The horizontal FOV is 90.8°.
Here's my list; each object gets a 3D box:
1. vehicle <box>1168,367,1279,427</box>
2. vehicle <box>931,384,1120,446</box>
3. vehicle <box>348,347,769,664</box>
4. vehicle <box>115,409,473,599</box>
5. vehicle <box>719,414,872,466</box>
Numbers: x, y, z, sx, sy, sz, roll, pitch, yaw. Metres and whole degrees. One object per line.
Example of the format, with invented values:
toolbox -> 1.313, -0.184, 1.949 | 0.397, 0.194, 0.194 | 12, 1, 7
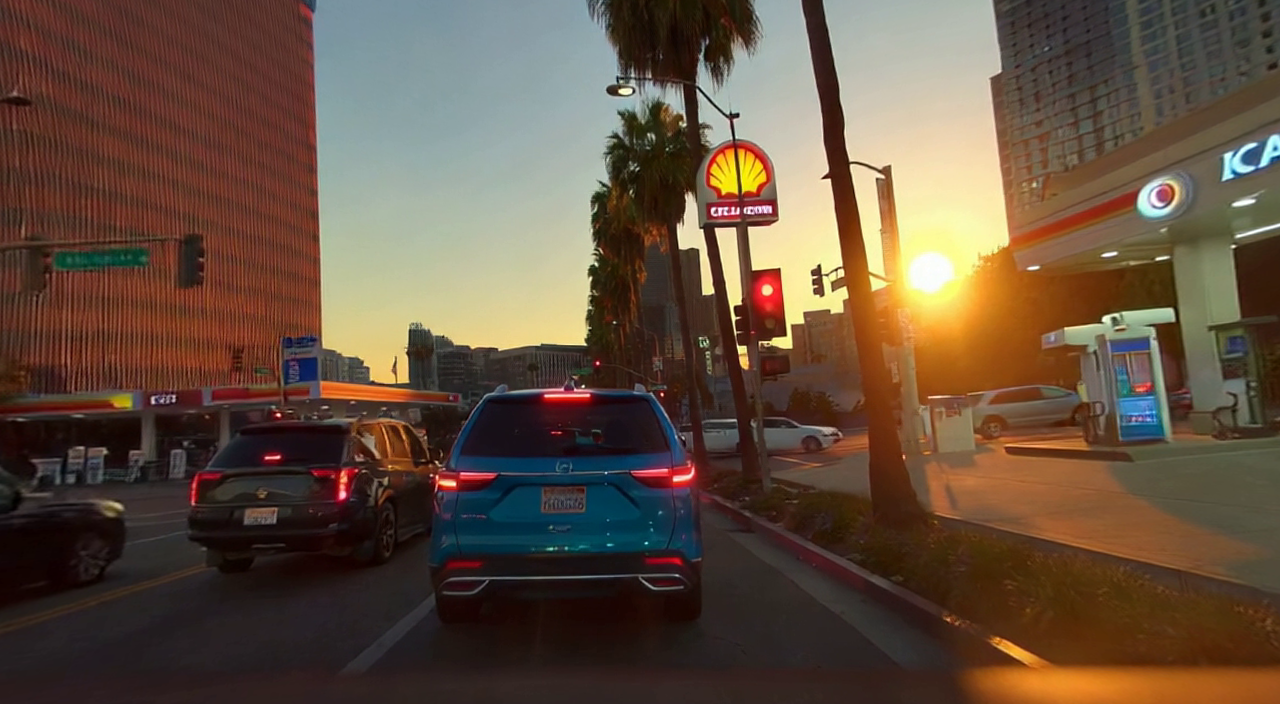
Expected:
vehicle -> 22.687, 1.688, 22.935 | 5.033, 1.999, 2.259 | 0, -8, -4
vehicle -> 13.561, 2.290, 22.468 | 5.307, 2.076, 2.122 | 0, -8, -3
vehicle -> -0.545, 1.266, 6.317 | 2.519, 1.913, 4.819 | 0, -8, -2
vehicle -> -3.813, 1.750, 8.335 | 2.097, 1.692, 5.030 | 0, -8, -3
vehicle -> 5.265, 3.052, 21.893 | 4.712, 1.706, 1.956 | 0, -8, -3
